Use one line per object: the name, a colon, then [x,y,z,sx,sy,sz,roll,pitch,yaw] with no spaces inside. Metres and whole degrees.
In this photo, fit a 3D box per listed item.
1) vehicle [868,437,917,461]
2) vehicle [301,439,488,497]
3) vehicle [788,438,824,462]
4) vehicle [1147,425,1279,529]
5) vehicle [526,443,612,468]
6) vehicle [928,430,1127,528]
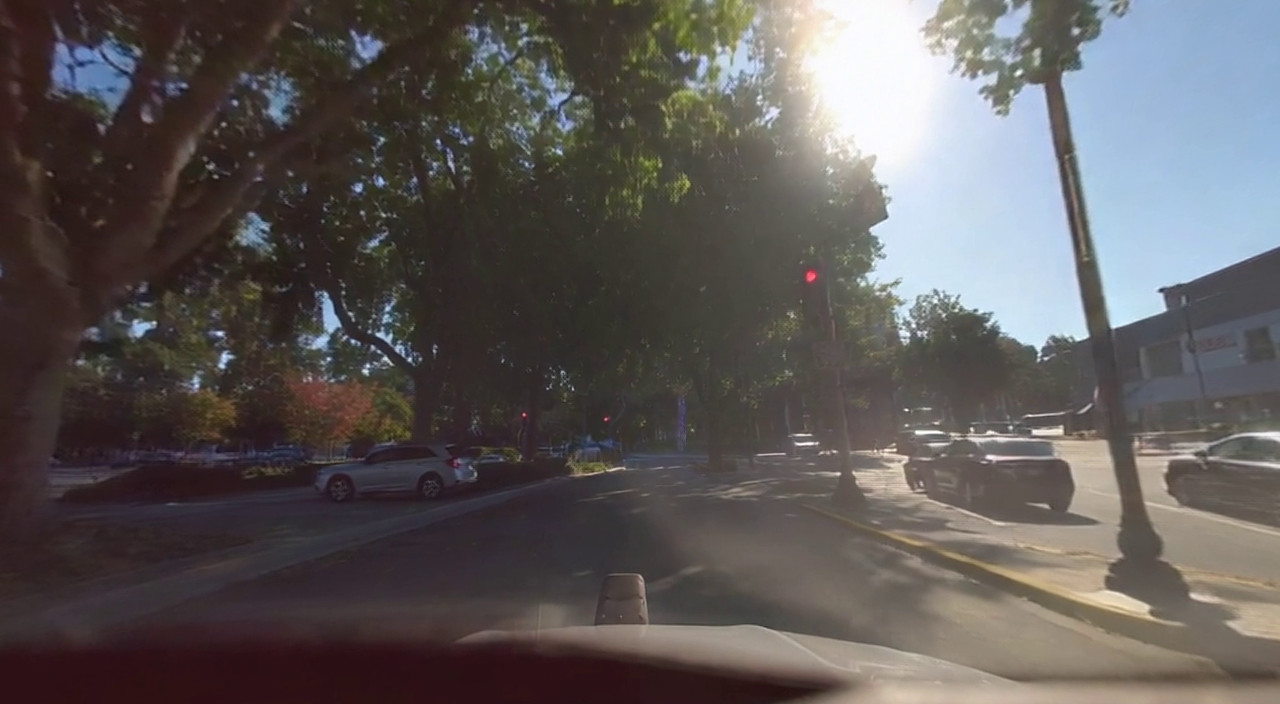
vehicle: [16.517,6.364,41.510,1.951,1.491,4.359,-1,-9,8]
vehicle: [-6.626,3.165,17.386,4.376,1.476,1.791,-1,-8,2]
vehicle: [11.316,6.738,43.417,2.061,1.519,4.794,-2,-9,11]
vehicle: [11.336,2.130,11.162,2.031,1.592,4.470,-3,-9,16]
vehicle: [-4.362,6.385,39.052,4.792,1.468,2.116,-2,-9,14]
vehicle: [7.035,2.301,12.098,1.867,1.479,4.452,-2,-9,13]
